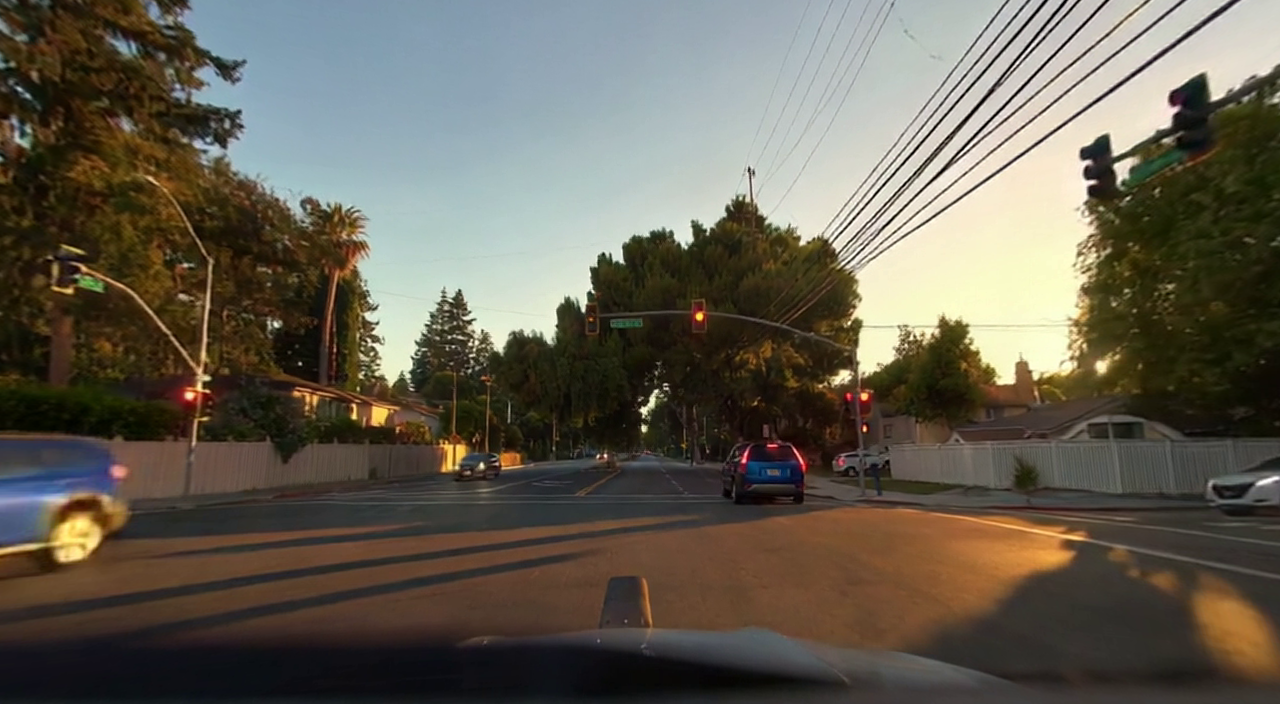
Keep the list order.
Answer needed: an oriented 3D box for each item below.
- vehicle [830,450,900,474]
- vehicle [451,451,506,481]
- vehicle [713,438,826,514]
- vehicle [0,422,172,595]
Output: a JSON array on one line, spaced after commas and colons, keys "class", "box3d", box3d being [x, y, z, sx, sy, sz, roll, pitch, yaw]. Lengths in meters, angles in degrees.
[{"class": "vehicle", "box3d": [15.579, 7.643, 43.835, 4.135, 1.558, 1.929, 0, -8, 3]}, {"class": "vehicle", "box3d": [-10.072, 7.116, 39.699, 2.241, 1.620, 4.511, -3, -9, 1]}, {"class": "vehicle", "box3d": [3.501, 3.451, 18.100, 2.144, 1.843, 4.827, 0, -9, -1]}, {"class": "vehicle", "box3d": [-7.307, 1.553, 6.271, 1.981, 1.689, 4.233, 0, -9, 1]}]
